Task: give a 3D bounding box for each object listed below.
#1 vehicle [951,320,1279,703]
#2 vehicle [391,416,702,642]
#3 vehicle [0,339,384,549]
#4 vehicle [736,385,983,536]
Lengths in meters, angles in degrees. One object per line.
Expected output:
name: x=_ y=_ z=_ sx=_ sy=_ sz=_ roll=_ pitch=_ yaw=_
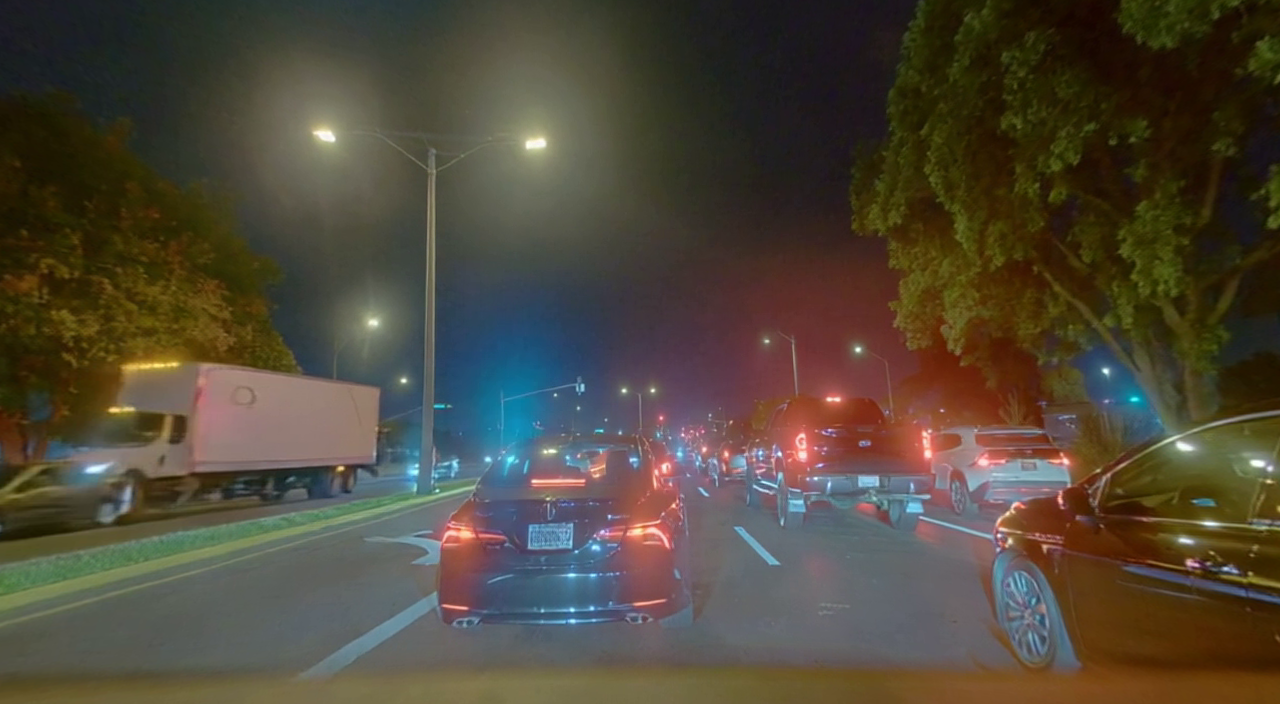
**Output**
vehicle: x=3.154 y=0.750 z=2.082 sx=1.982 sy=1.709 sz=4.427 roll=0 pitch=-9 yaw=1
vehicle: x=-0.586 y=1.500 z=6.334 sx=2.111 sy=1.506 sz=4.018 roll=0 pitch=-9 yaw=1
vehicle: x=-8.992 y=2.030 z=14.023 sx=2.931 sy=3.265 sz=8.387 roll=0 pitch=-9 yaw=0
vehicle: x=3.503 y=1.944 z=11.707 sx=2.444 sy=2.098 sz=5.766 roll=0 pitch=-8 yaw=-1
